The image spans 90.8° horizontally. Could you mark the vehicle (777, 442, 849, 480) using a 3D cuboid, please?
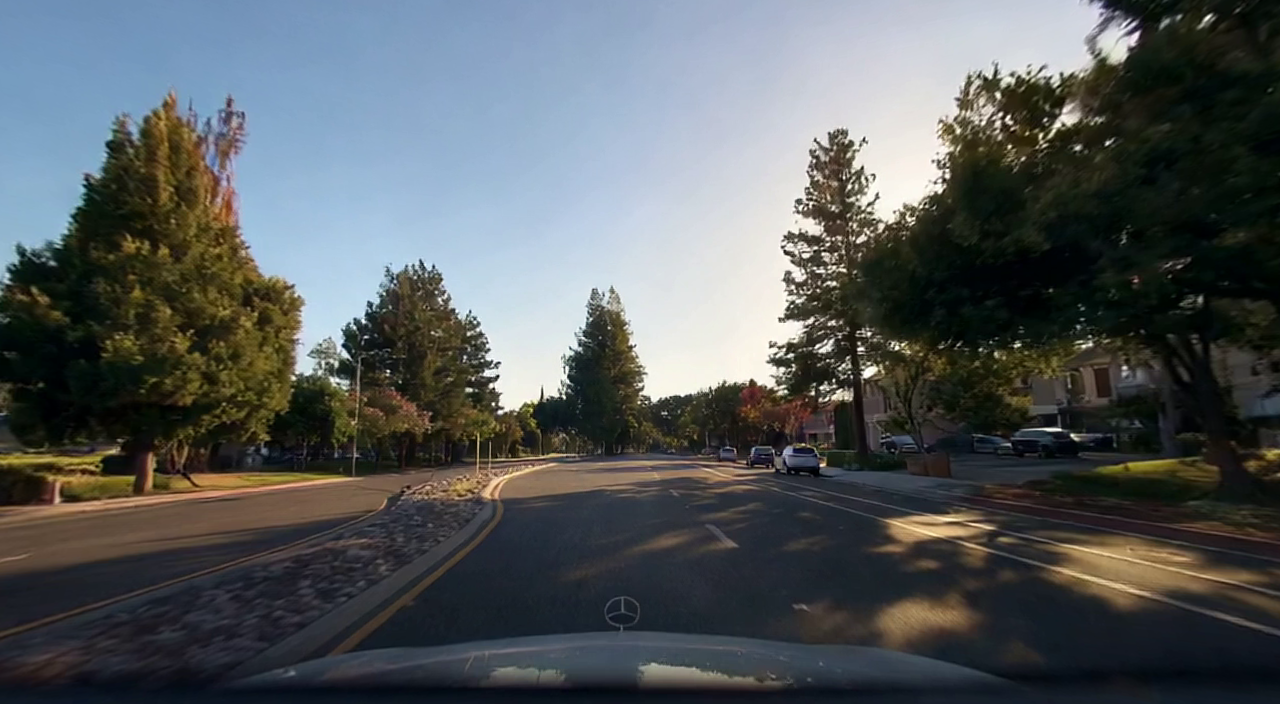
[{"bbox_3d":[8.416,5.329,31.292,2.192,1.714,4.885,0,-9,0],"label":"vehicle"}]

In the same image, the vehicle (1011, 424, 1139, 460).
[{"bbox_3d":[24.326,5.098,35.571,1.979,1.831,5.479,5,-10,-33],"label":"vehicle"}]

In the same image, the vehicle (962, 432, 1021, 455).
[{"bbox_3d":[25.437,6.666,45.842,1.878,1.581,4.259,0,-9,1],"label":"vehicle"}]

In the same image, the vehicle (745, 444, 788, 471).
[{"bbox_3d":[8.650,7.224,43.543,1.990,1.728,4.597,0,-9,0],"label":"vehicle"}]

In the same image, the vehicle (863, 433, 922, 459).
[{"bbox_3d":[18.187,6.792,45.808,2.018,1.755,5.379,0,-9,-1],"label":"vehicle"}]
